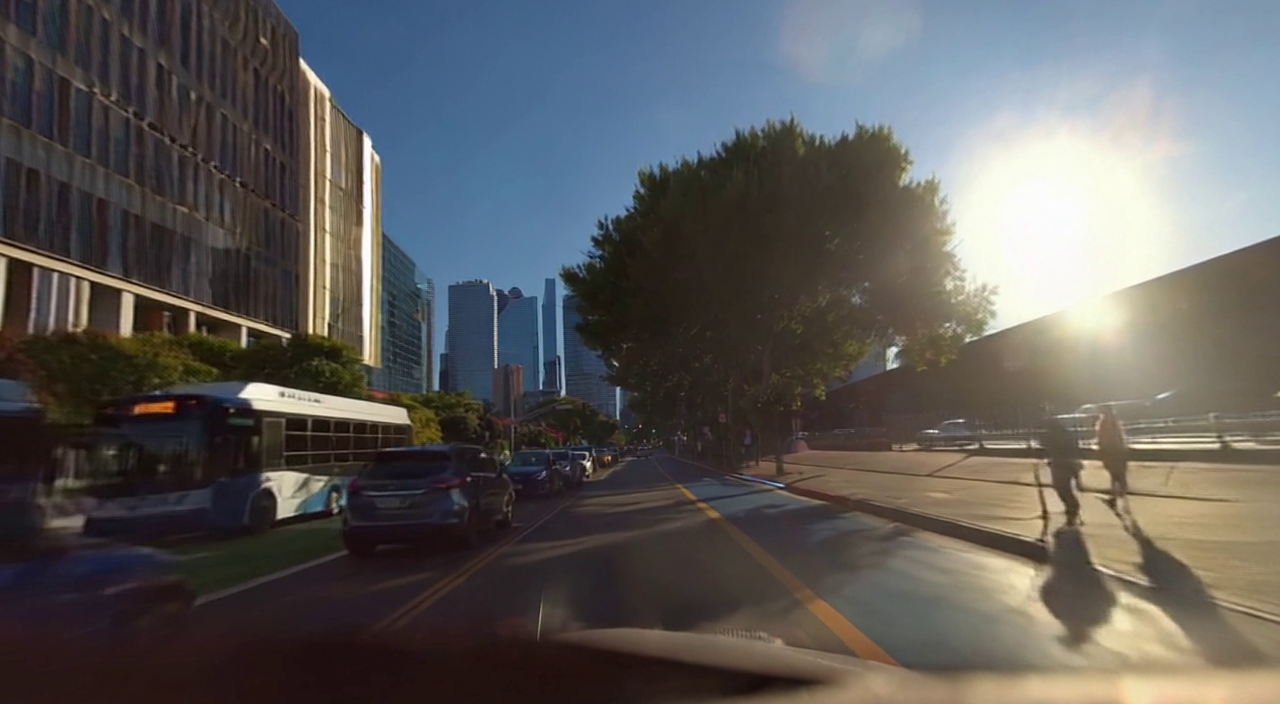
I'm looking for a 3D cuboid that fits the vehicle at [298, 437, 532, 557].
[{"bbox_3d":[-3.522,2.366,11.169,2.266,1.621,4.783,-1,-8,2],"label":"vehicle"}]

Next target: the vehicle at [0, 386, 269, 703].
[{"bbox_3d":[-3.842,1.033,2.534,1.982,1.710,4.454,-4,-9,1],"label":"vehicle"}]
